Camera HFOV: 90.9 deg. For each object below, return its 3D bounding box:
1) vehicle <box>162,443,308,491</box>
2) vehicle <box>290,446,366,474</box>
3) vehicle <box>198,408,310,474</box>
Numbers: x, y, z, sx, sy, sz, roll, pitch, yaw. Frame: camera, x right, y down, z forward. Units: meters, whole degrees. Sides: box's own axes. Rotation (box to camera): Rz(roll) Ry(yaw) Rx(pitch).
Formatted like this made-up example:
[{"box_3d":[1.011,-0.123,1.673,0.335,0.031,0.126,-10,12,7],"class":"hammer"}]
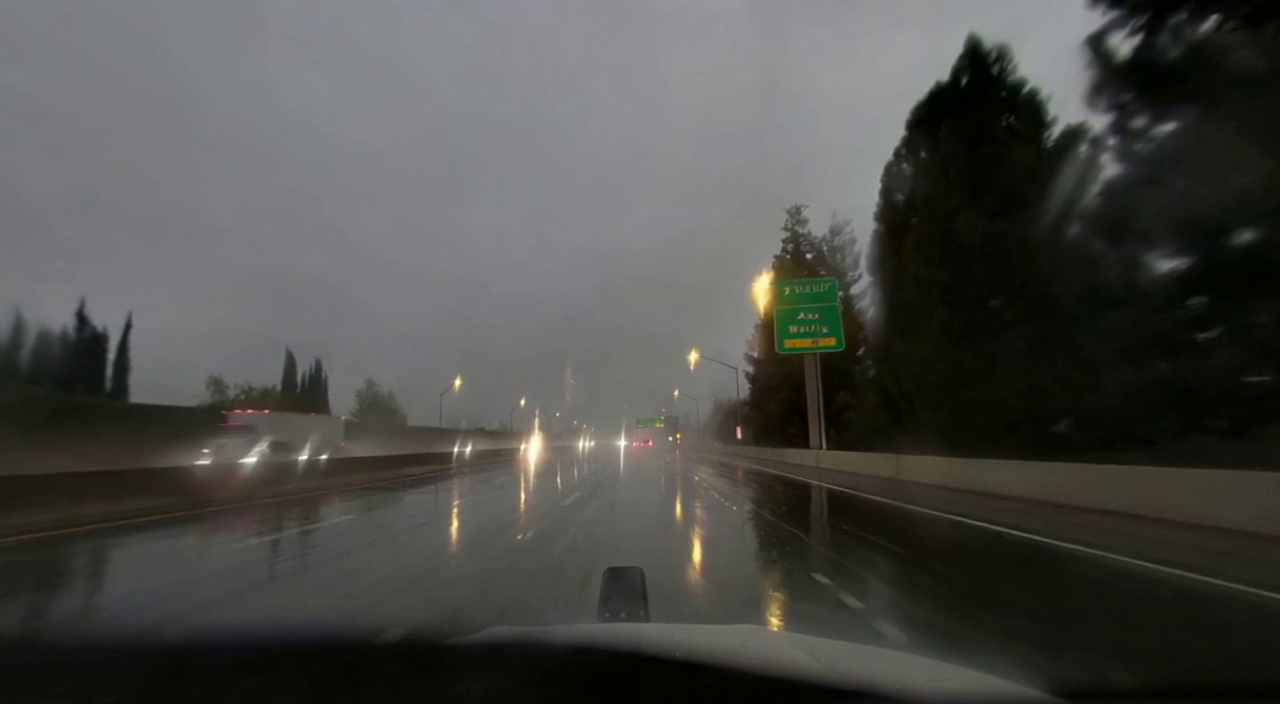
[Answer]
[{"box_3d":[-13.742,3.903,21.797,1.896,1.451,4.569,-1,-8,2],"class":"vehicle"},{"box_3d":[-17.512,6.057,35.679,1.860,1.452,4.723,0,-8,0],"class":"vehicle"},{"box_3d":[-24.803,5.786,41.003,2.990,3.937,6.402,0,-8,1],"class":"vehicle"}]
